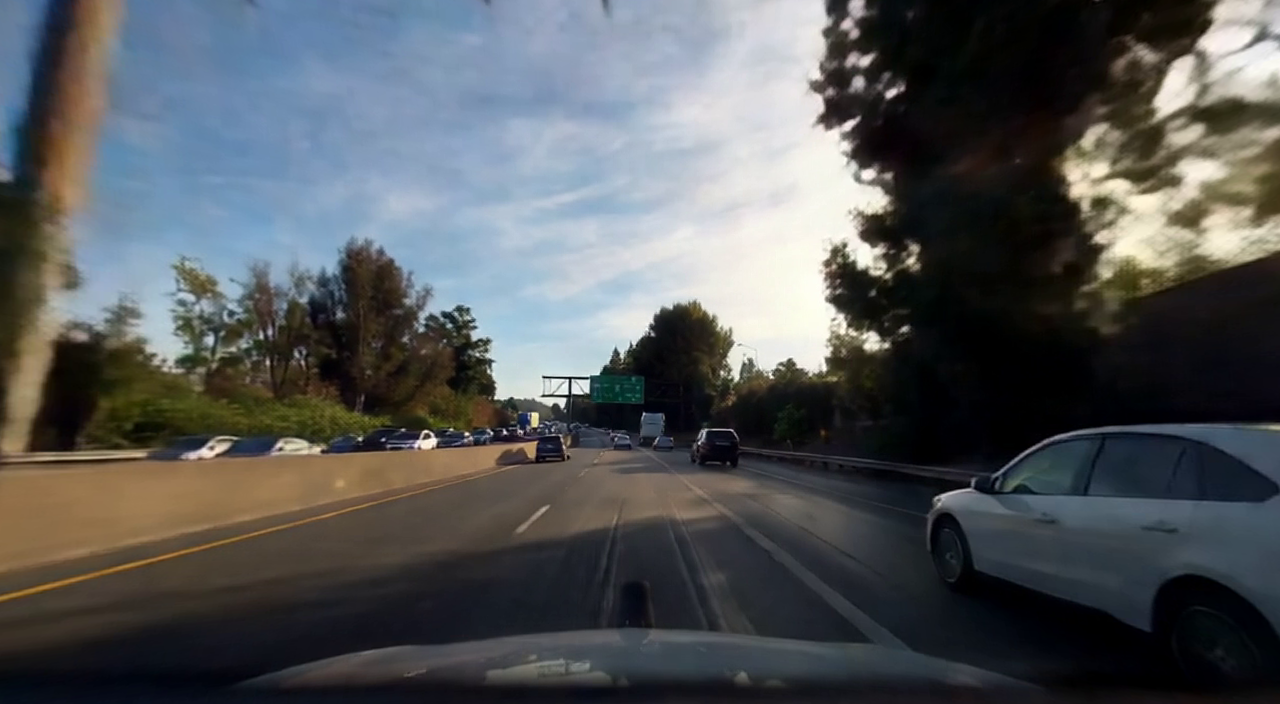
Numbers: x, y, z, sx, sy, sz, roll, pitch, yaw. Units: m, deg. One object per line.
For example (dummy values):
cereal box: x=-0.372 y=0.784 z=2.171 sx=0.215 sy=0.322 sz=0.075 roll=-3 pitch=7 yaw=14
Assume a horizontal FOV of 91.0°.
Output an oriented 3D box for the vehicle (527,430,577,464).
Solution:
vehicle: x=-4.605 y=5.019 z=33.453 sx=2.058 sy=1.689 sz=4.315 roll=0 pitch=-8 yaw=0

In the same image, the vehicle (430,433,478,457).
vehicle: x=-11.472 y=5.762 z=39.024 sx=1.727 sy=1.433 sz=3.940 roll=0 pitch=-8 yaw=0

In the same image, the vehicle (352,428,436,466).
vehicle: x=-10.854 y=4.226 z=28.116 sx=1.948 sy=1.538 sz=4.322 roll=0 pitch=-8 yaw=1

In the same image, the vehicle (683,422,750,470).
vehicle: x=3.291 y=4.188 z=28.280 sx=2.207 sy=1.937 sz=5.610 roll=0 pitch=-8 yaw=-1

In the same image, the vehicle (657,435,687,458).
vehicle: x=2.119 y=6.461 z=43.054 sx=1.844 sy=1.462 sz=3.736 roll=0 pitch=-8 yaw=0

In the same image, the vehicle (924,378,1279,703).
vehicle: x=3.651 y=0.986 z=3.437 sx=2.127 sy=1.497 sz=4.445 roll=0 pitch=-8 yaw=0

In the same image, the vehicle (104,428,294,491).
vehicle: x=-11.767 y=2.879 z=17.265 sx=2.117 sy=1.498 sz=4.271 roll=0 pitch=-8 yaw=0
